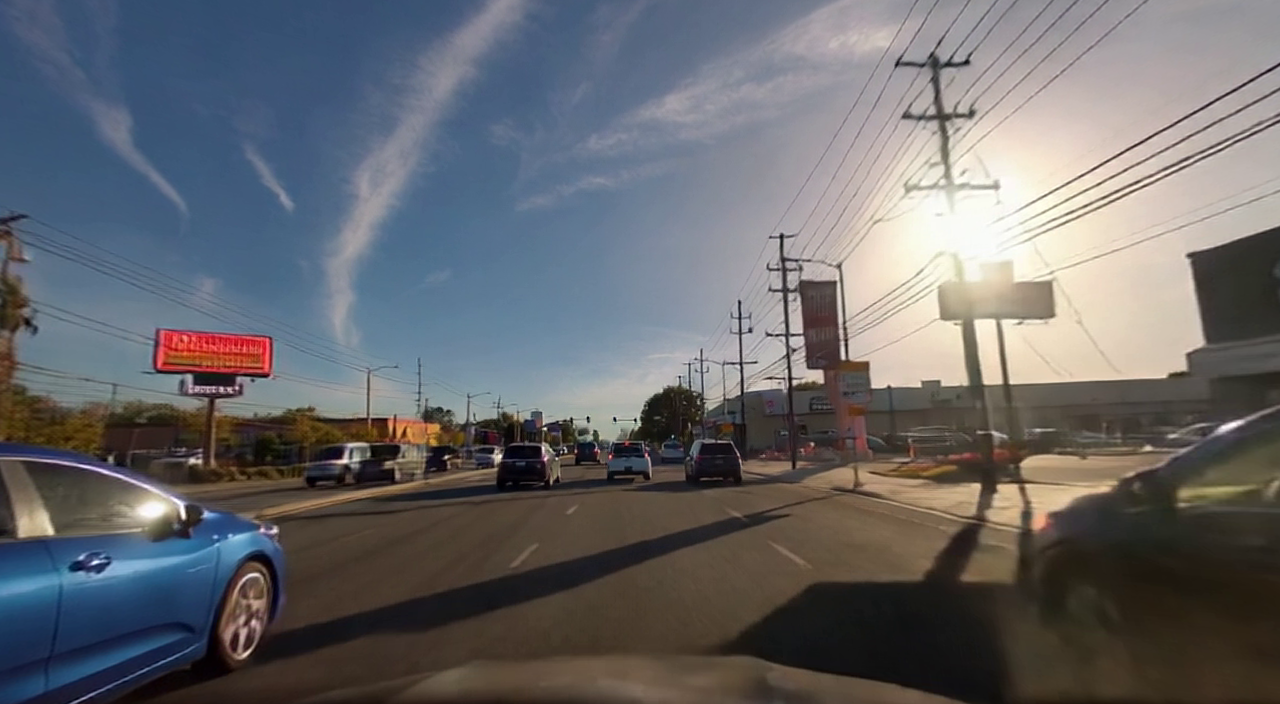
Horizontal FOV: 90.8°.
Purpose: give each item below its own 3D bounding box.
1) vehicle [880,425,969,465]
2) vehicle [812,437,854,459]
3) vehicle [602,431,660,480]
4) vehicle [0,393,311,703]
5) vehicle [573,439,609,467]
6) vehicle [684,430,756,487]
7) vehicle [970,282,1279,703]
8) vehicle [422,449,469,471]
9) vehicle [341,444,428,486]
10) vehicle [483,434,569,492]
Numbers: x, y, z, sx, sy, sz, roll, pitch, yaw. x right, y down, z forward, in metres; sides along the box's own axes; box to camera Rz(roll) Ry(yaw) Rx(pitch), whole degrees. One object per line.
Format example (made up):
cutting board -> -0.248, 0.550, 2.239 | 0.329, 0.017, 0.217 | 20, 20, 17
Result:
vehicle -> 16.114, 5.336, 36.237 | 2.409, 1.981, 5.809 | -2, -9, 0
vehicle -> 14.733, 7.292, 48.133 | 1.990, 1.597, 4.475 | -5, -9, 30
vehicle -> -0.435, 4.492, 27.722 | 2.326, 1.925, 4.253 | 0, -8, -2
vehicle -> -3.291, 0.885, 2.097 | 2.022, 1.498, 4.471 | 0, -8, -1
vehicle -> -3.684, 7.731, 48.596 | 2.405, 2.009, 5.909 | 0, -8, -1
vehicle -> 2.844, 3.880, 23.469 | 2.026, 1.904, 4.102 | 0, -8, -1
vehicle -> 3.457, 0.638, 1.829 | 2.282, 1.897, 4.915 | 0, -8, -1
vehicle -> -15.181, 8.446, 49.714 | 2.258, 1.586, 4.820 | 0, -8, -1
vehicle -> -11.039, 4.883, 27.685 | 2.020, 1.633, 4.462 | 0, -8, -2
vehicle -> -3.536, 3.521, 20.405 | 2.051, 1.671, 3.861 | 0, -8, 0
